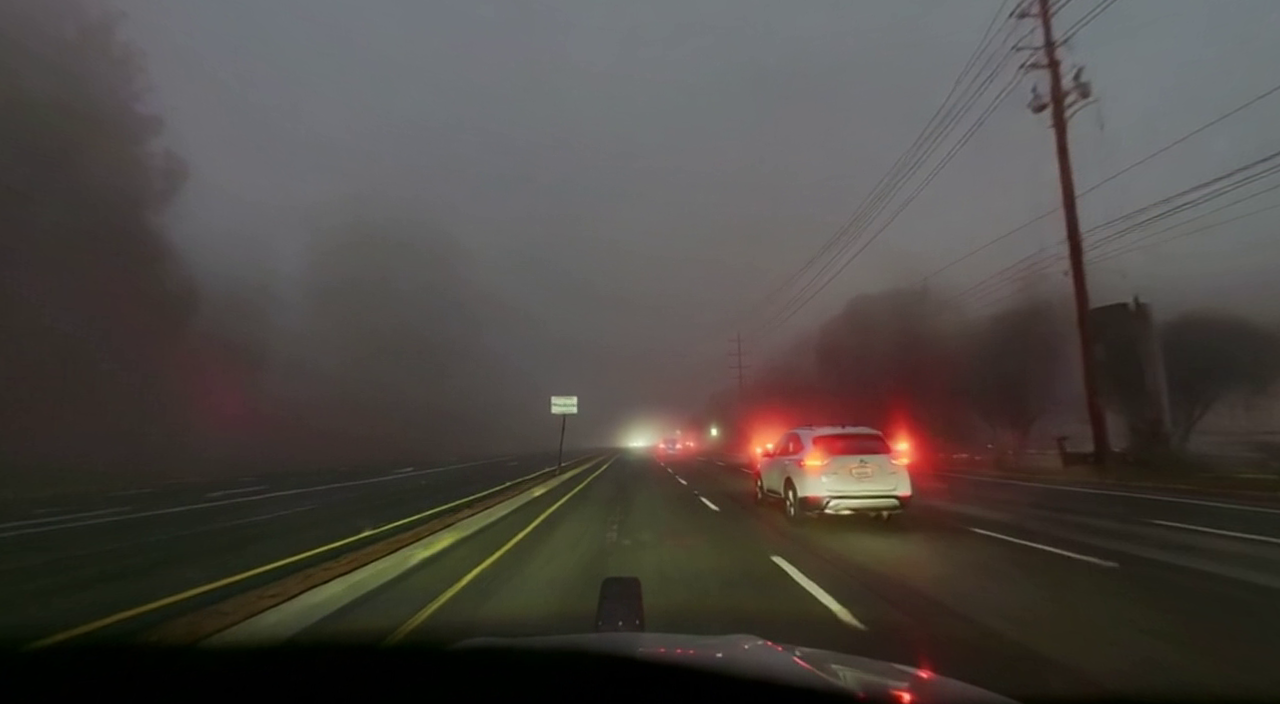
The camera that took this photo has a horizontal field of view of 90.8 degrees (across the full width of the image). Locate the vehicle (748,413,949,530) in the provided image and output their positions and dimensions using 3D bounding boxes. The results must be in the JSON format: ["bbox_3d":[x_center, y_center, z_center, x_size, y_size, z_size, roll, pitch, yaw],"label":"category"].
[{"bbox_3d":[3.377,2.034,11.222,2.078,1.668,4.078,0,-8,-1],"label":"vehicle"}]
